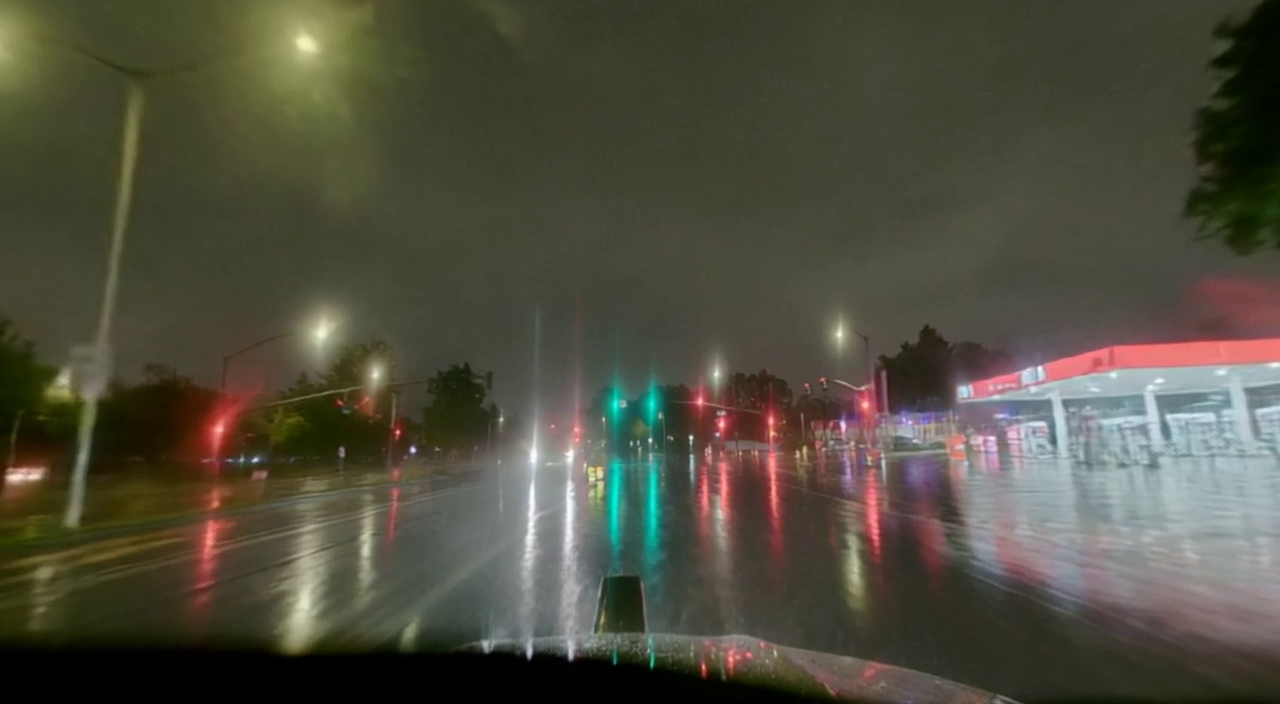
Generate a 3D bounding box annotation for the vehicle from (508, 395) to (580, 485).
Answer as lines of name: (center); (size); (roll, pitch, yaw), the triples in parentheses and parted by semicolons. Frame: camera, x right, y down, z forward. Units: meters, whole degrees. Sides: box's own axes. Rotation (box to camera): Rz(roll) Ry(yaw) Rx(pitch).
vehicle: (-4.067, 3.747, 27.225); (2.637, 3.576, 3.006); (-2, -7, -1)
